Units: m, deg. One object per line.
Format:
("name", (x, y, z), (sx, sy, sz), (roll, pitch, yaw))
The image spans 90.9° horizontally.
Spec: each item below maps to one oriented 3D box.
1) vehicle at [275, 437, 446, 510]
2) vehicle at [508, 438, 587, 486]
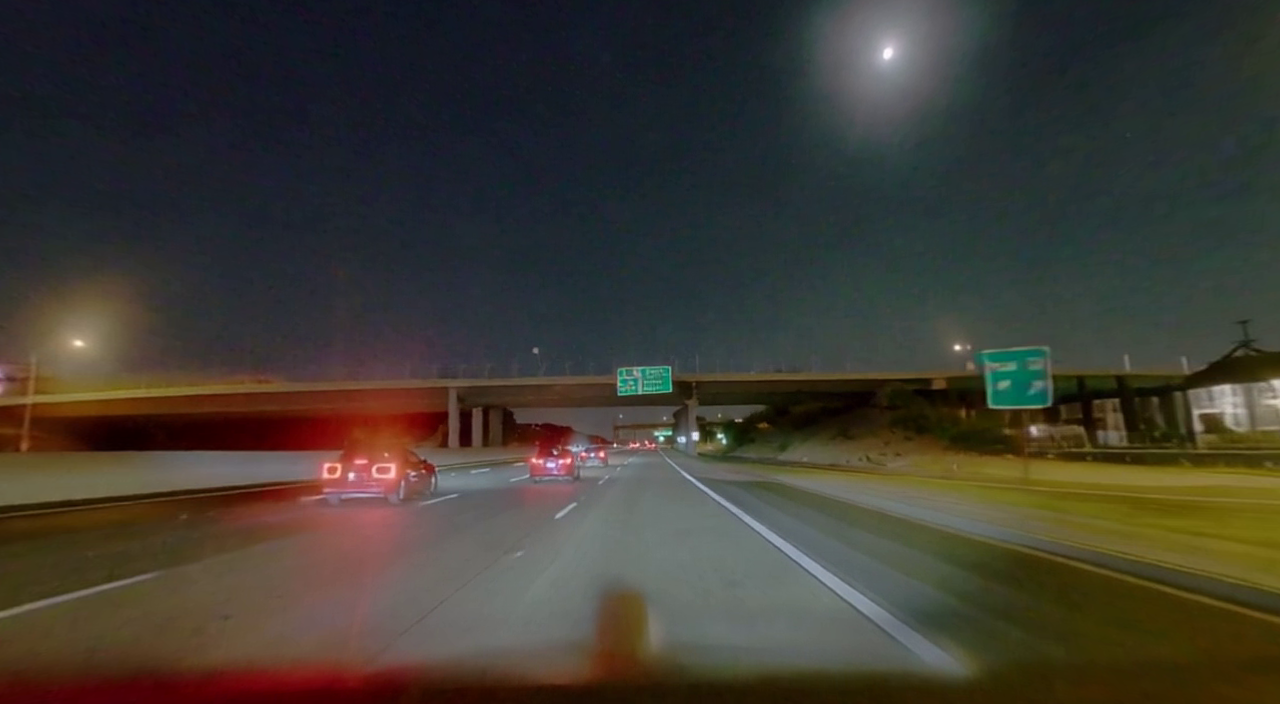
("vehicle", (-6.807, 2.993, 16.093), (2.069, 1.551, 4.830), (0, -9, 1))
("vehicle", (-3.336, 4.095, 23.790), (2.210, 1.628, 4.586), (0, -9, 1))
